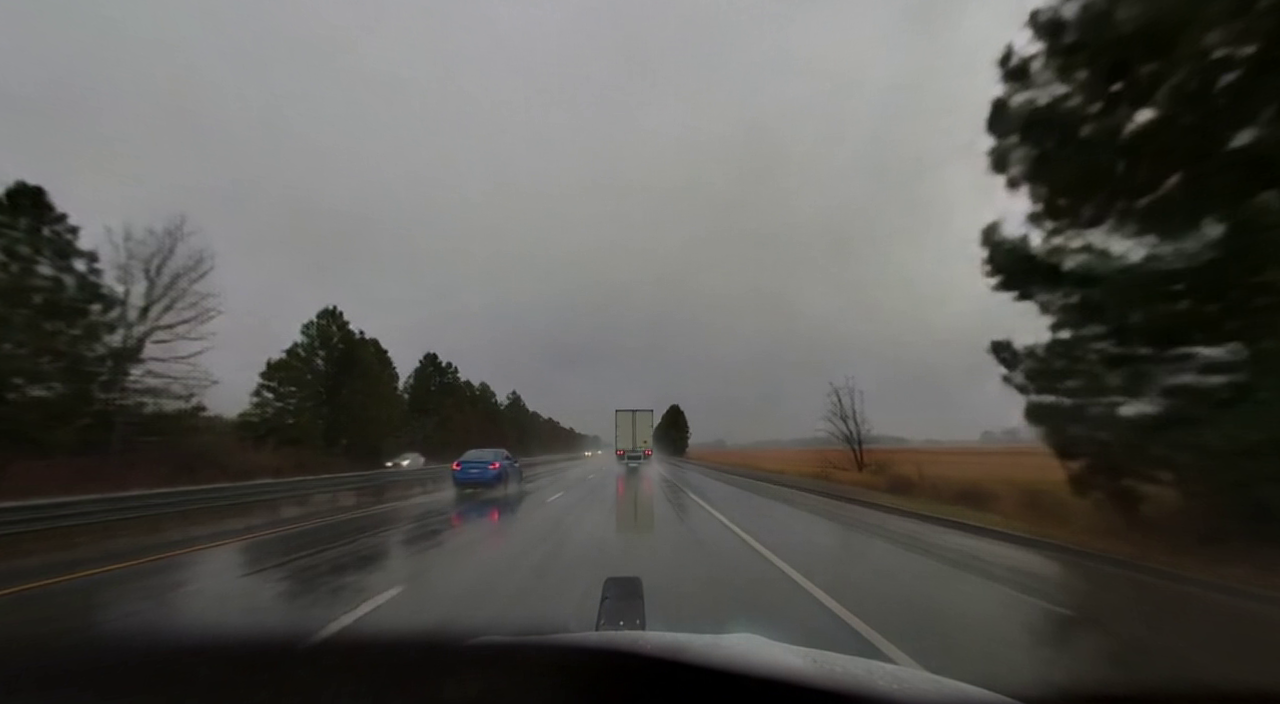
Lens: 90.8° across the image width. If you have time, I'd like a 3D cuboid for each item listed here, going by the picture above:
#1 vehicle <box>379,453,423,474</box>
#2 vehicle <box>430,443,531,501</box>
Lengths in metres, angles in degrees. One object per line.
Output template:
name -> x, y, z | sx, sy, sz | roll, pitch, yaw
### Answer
vehicle -> -18.129, 8.458, 48.060 | 1.805, 1.466, 3.803 | 0, -9, 0
vehicle -> -4.467, 3.414, 18.285 | 1.937, 1.493, 3.779 | 0, -9, 0
